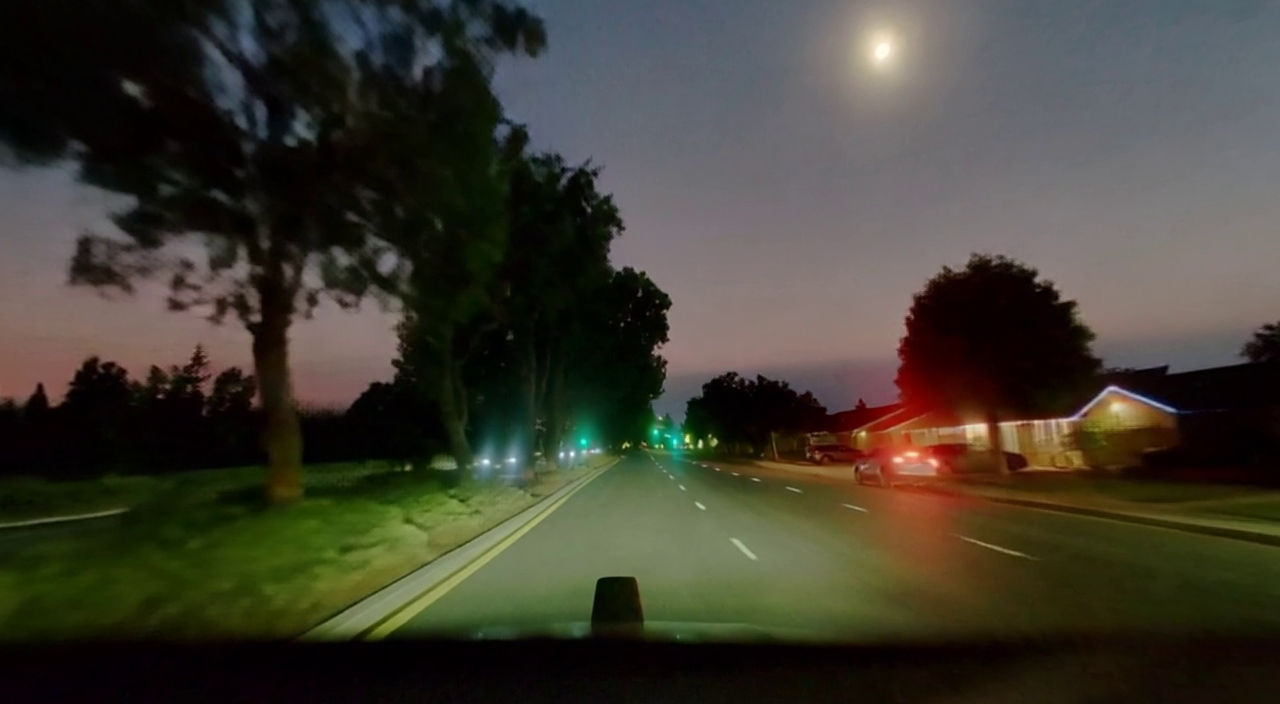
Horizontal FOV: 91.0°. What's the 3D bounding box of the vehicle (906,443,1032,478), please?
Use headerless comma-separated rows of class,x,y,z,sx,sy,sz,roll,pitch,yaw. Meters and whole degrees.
vehicle,15.122,4.994,29.135,4.644,1.542,2.095,0,-9,1

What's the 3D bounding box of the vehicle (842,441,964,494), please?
vehicle,8.352,3.693,20.511,1.940,1.516,4.319,0,-9,-3

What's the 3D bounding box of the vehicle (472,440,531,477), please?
vehicle,-7.420,5.730,34.163,2.019,1.819,4.897,0,-9,1

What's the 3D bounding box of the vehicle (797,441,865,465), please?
vehicle,14.144,7.466,46.704,4.386,1.711,1.929,0,-9,-1
